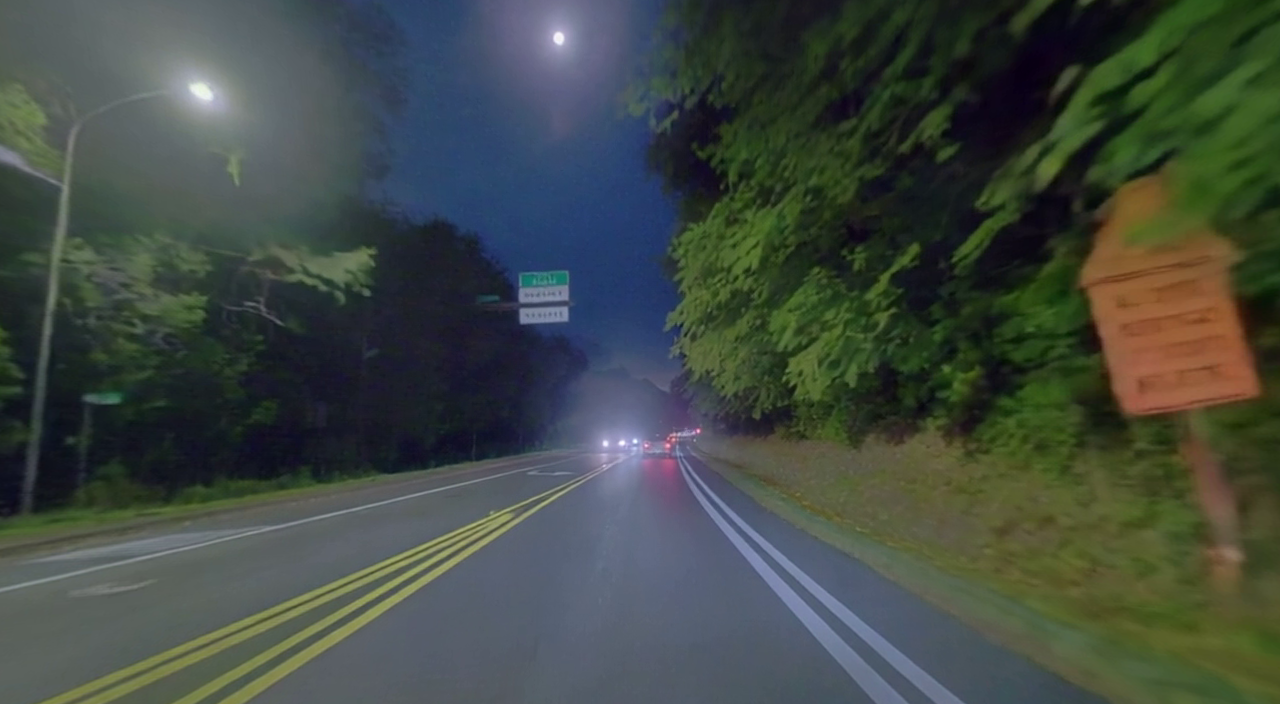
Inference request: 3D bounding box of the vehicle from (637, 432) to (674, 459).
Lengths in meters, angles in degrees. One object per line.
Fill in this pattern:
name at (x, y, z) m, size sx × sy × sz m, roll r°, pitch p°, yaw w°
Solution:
vehicle at (0.942, 5.482, 37.069) m, size 2.067 × 1.486 × 3.861 m, roll -1°, pitch -9°, yaw 3°
